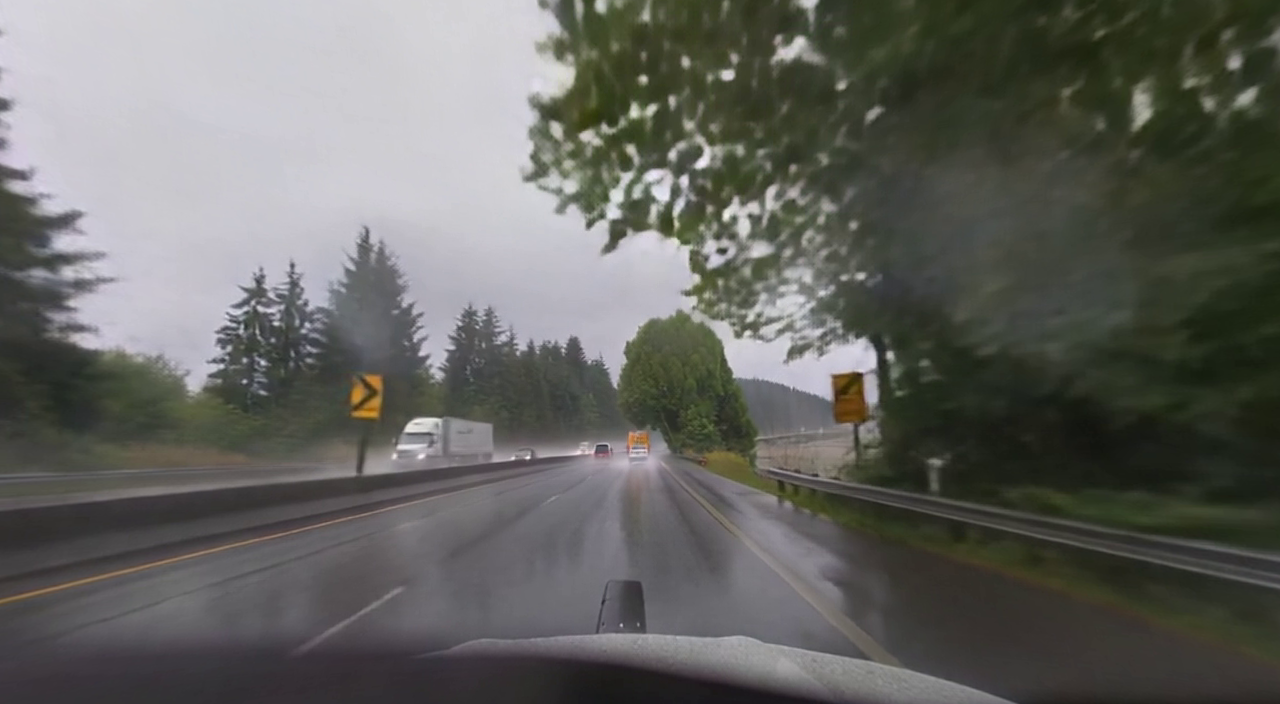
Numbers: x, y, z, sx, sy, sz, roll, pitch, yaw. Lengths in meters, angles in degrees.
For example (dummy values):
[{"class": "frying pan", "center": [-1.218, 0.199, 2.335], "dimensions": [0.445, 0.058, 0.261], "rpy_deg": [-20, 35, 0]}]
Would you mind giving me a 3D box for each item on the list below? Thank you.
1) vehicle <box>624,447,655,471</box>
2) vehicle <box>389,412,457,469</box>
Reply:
[{"class": "vehicle", "center": [-0.038, 6.630, 39.201], "dimensions": [1.853, 1.436, 3.438], "rpy_deg": [0, -9, -1]}, {"class": "vehicle", "center": [-16.134, 6.672, 47.367], "dimensions": [2.910, 3.942, 5.877], "rpy_deg": [0, -9, 1]}]
